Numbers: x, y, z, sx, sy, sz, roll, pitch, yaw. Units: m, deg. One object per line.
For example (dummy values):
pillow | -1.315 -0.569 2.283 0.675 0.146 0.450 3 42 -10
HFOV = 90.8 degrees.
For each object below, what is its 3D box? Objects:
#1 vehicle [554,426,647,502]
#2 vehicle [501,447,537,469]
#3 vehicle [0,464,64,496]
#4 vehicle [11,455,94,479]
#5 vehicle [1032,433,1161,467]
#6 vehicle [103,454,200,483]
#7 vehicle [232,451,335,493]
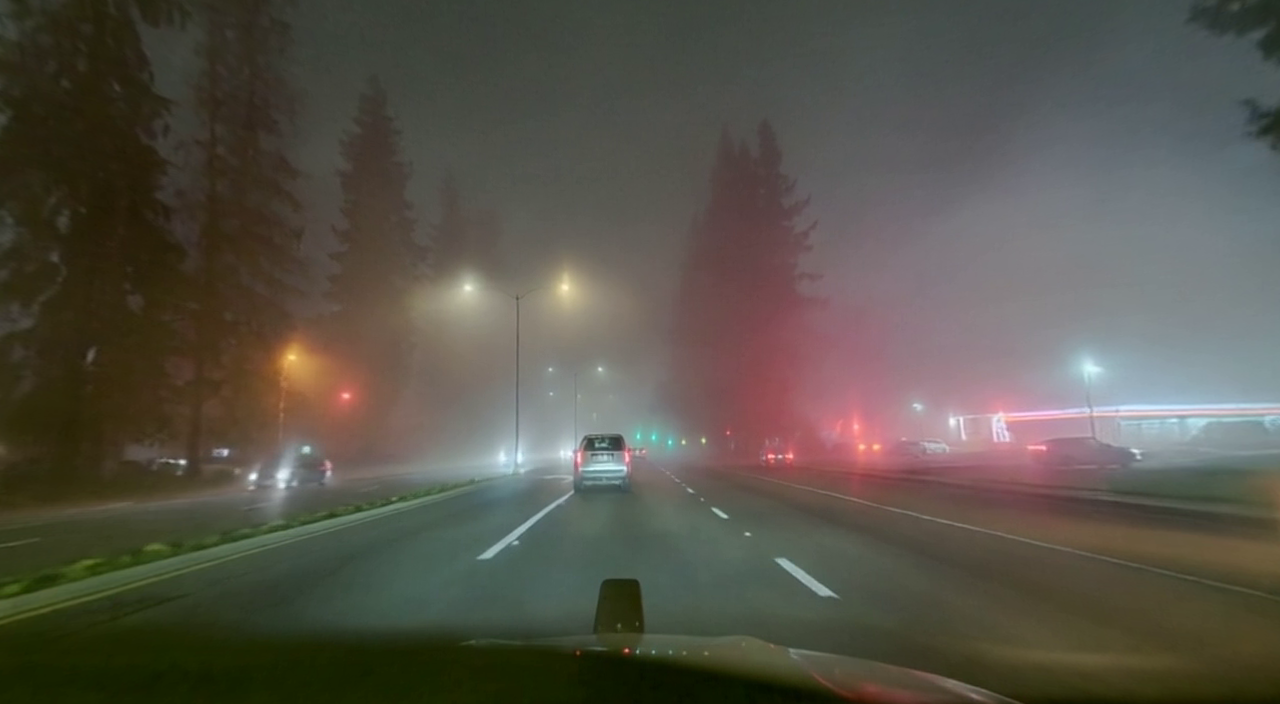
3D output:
vehicle | -1.119 3.138 18.197 2.300 1.870 4.936 0 -8 -3
vehicle | -9.164 8.071 48.228 2.001 1.579 3.930 0 -8 0
vehicle | -29.603 6.021 29.755 3.266 1.362 1.657 0 -8 0
vehicle | -41.886 8.196 45.106 3.932 1.582 1.808 0 -8 -4
vehicle | 20.702 4.468 28.802 4.339 1.456 2.030 0 -8 -2
vehicle | -29.246 6.957 37.889 4.287 1.464 2.016 -3 -8 6
vehicle | -15.547 5.209 27.851 2.022 1.615 4.324 0 -8 0
